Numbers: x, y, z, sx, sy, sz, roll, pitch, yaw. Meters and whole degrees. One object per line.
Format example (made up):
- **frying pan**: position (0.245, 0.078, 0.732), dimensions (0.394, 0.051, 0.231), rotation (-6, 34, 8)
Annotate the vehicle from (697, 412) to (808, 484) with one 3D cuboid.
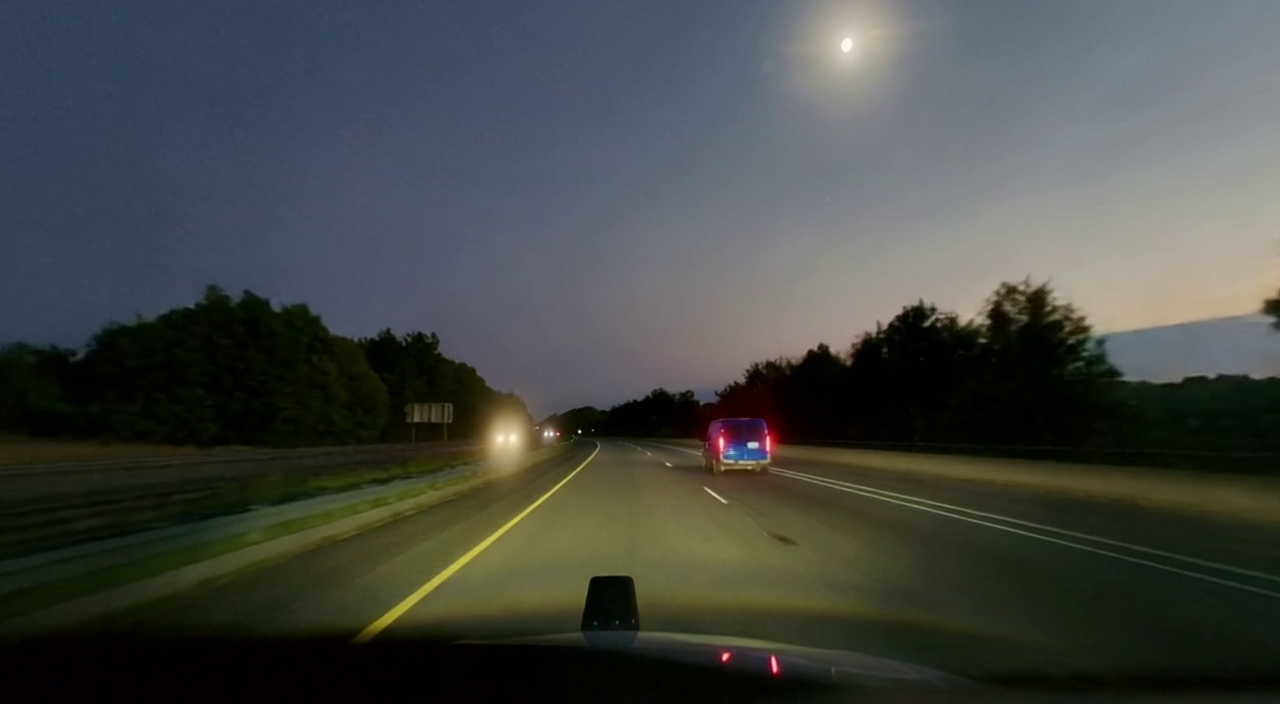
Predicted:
- **vehicle**: position (3.075, 2.754, 18.392), dimensions (2.240, 1.801, 4.545), rotation (0, -8, -2)
